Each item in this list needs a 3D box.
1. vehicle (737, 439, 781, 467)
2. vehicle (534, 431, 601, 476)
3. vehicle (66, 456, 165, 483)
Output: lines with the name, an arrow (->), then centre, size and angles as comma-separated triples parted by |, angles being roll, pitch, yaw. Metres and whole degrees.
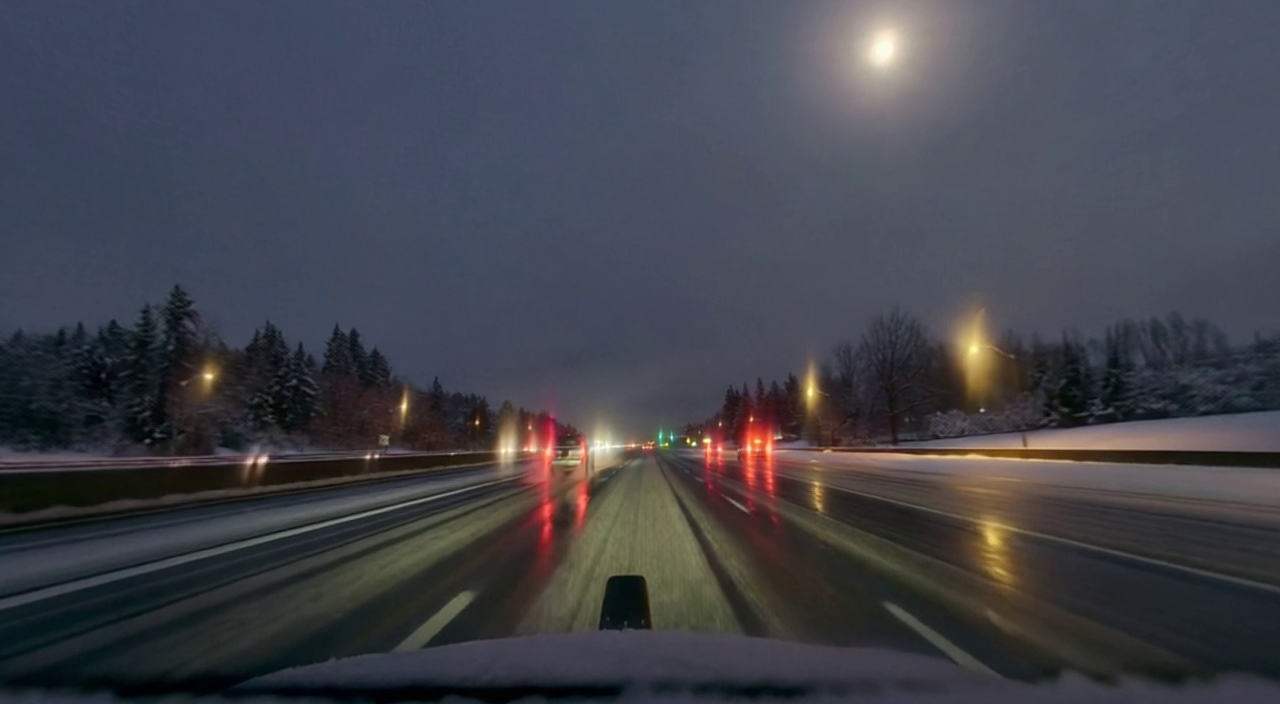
vehicle -> 7.674, 6.521, 40.991 | 2.063, 1.706, 4.259 | 0, -8, 0
vehicle -> -3.333, 4.819, 30.086 | 2.453, 1.952, 5.320 | 0, -8, 1
vehicle -> -32.065, 7.162, 38.721 | 1.859, 1.485, 4.827 | 0, -8, 1
